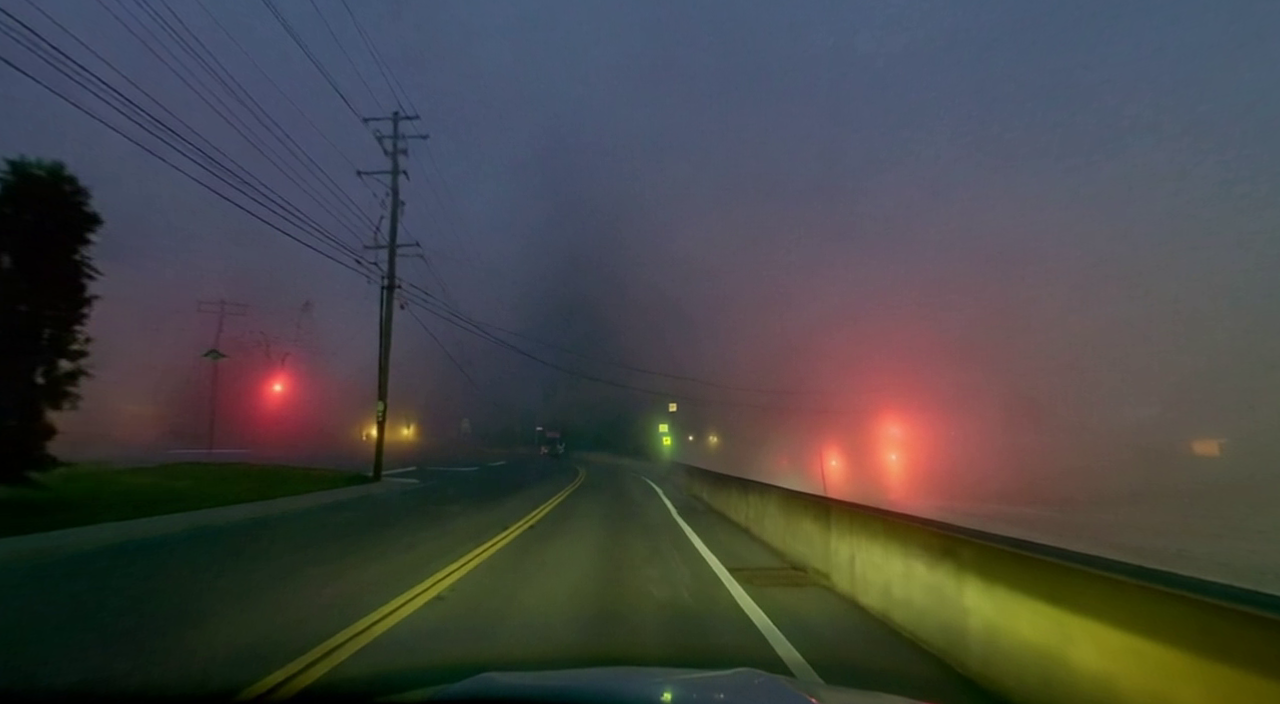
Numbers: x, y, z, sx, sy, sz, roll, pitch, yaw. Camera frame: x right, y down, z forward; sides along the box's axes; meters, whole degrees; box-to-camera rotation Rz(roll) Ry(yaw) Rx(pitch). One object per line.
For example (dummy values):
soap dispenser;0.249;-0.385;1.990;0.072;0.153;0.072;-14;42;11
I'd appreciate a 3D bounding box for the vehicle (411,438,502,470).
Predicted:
vehicle;-10.294;5.750;35.706;4.500;1.674;1.915;8;-12;-42
